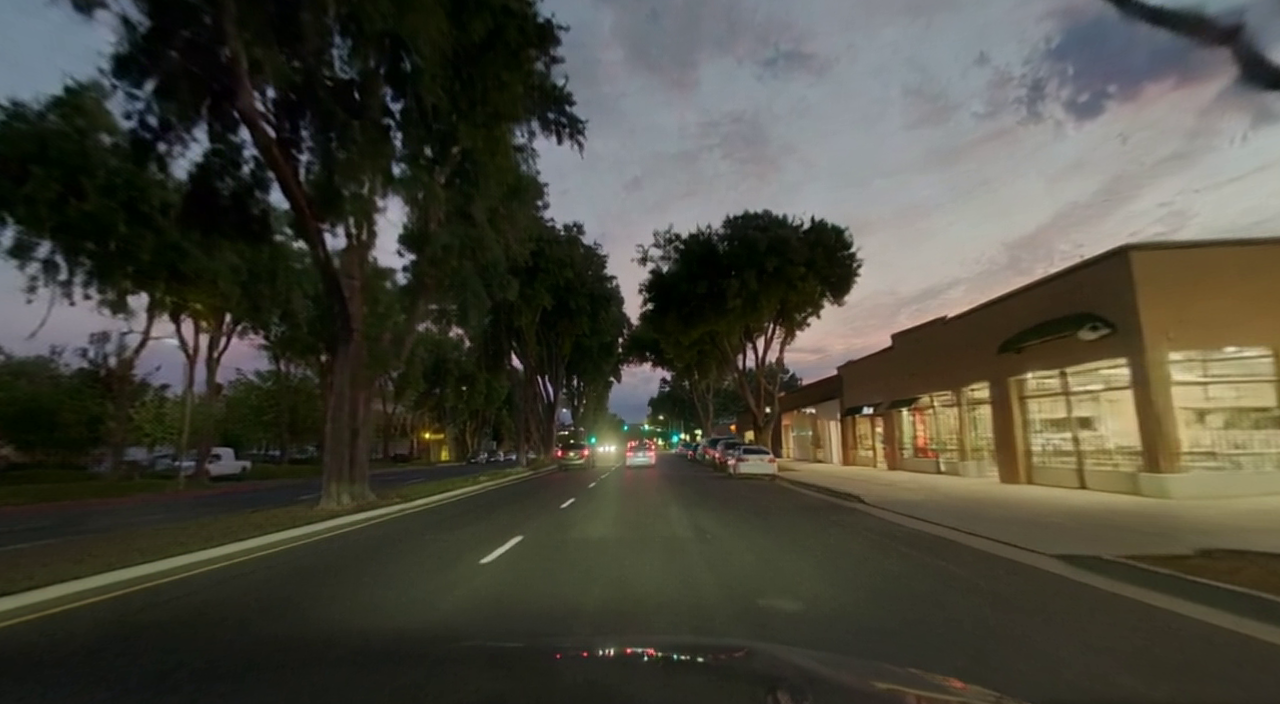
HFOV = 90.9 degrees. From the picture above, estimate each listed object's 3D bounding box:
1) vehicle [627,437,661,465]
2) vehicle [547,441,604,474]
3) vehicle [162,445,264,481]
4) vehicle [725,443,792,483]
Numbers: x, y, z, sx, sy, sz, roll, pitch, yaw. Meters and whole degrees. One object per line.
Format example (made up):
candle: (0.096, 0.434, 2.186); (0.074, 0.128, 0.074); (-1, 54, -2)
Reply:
vehicle: (0.286, 6.473, 41.380); (2.075, 1.770, 4.018); (0, -8, 1)
vehicle: (-2.999, 5.054, 30.420); (2.151, 1.484, 4.468); (0, -8, 2)
vehicle: (-26.959, 6.996, 40.119); (2.231, 2.124, 5.680); (-1, -8, 4)
vehicle: (4.595, 4.357, 25.115); (1.896, 1.451, 4.329); (0, -8, 1)
